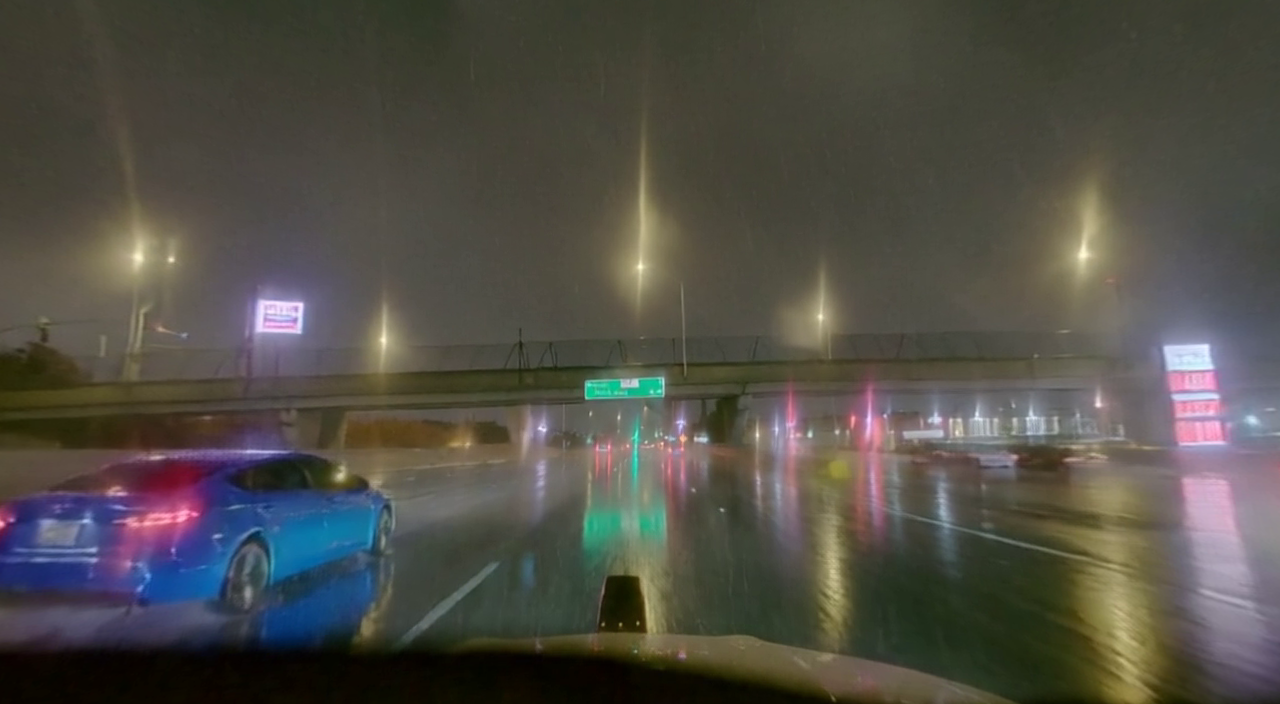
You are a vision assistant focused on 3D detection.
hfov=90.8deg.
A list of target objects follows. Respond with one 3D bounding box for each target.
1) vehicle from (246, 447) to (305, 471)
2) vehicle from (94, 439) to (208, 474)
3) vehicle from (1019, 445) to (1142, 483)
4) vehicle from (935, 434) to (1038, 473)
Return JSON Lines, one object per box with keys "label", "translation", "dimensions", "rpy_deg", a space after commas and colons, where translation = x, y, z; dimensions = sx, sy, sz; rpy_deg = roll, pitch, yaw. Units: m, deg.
{"label": "vehicle", "translation": [-22.366, 6.554, 38.917], "dimensions": [1.498, 1.362, 3.409], "rpy_deg": [0, -8, 1]}
{"label": "vehicle", "translation": [-29.709, 6.334, 38.695], "dimensions": [2.271, 1.986, 5.762], "rpy_deg": [0, -8, 1]}
{"label": "vehicle", "translation": [18.332, 4.643, 26.606], "dimensions": [1.858, 1.432, 4.563], "rpy_deg": [0, -8, 0]}
{"label": "vehicle", "translation": [18.455, 5.436, 34.115], "dimensions": [2.128, 1.915, 5.821], "rpy_deg": [0, -8, -2]}
